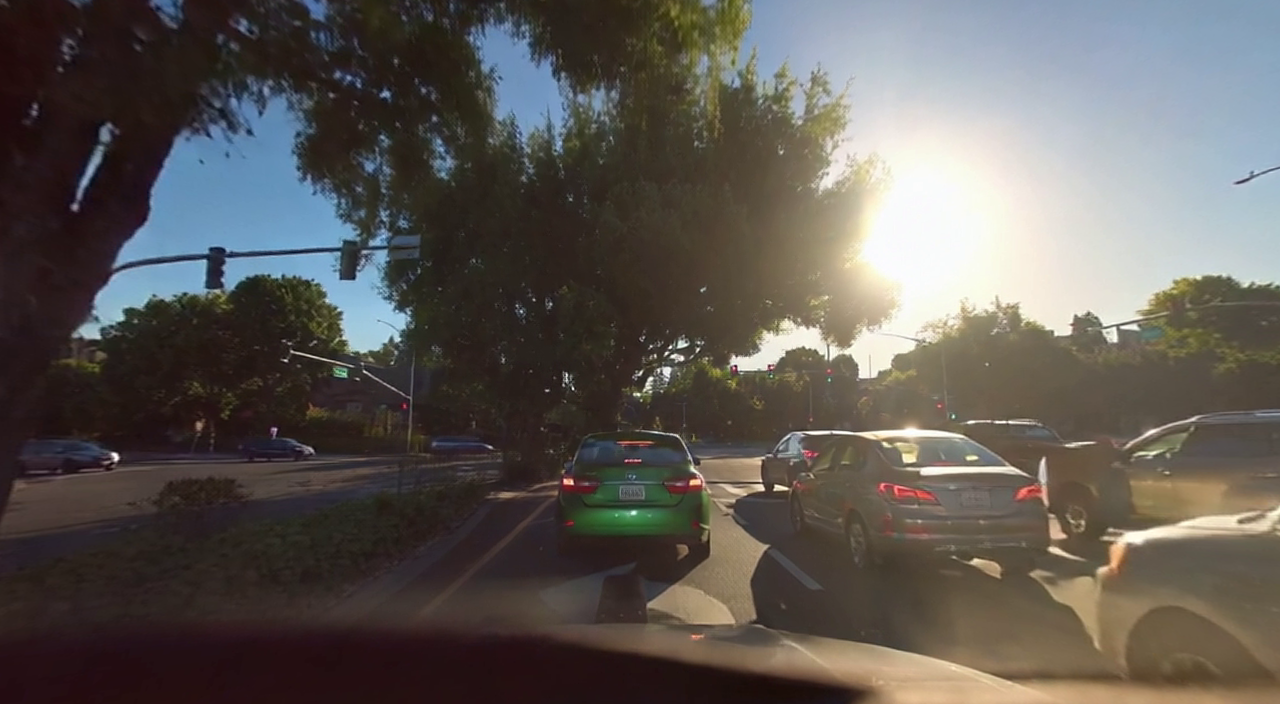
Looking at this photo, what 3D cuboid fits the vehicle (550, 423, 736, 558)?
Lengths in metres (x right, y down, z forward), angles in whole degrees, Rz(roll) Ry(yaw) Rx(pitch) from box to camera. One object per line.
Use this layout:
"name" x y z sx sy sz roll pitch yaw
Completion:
"vehicle" 0.045 1.833 9.069 2.026 1.458 4.175 0 -9 0

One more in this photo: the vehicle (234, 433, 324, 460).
"vehicle" -22.841 5.992 40.089 4.526 1.649 1.920 0 -9 2

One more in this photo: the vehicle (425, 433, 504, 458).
"vehicle" -11.032 5.919 40.069 4.670 1.542 1.861 2 -9 -11

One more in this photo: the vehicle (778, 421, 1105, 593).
"vehicle" 3.108 1.678 7.740 1.861 1.479 4.371 0 -8 0

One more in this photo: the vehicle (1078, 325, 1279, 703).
"vehicle" 3.409 0.574 0.829 2.111 1.780 4.990 0 -9 1

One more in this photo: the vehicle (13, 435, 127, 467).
"vehicle" -30.449 5.286 33.806 4.517 1.637 1.935 -1 -9 7
